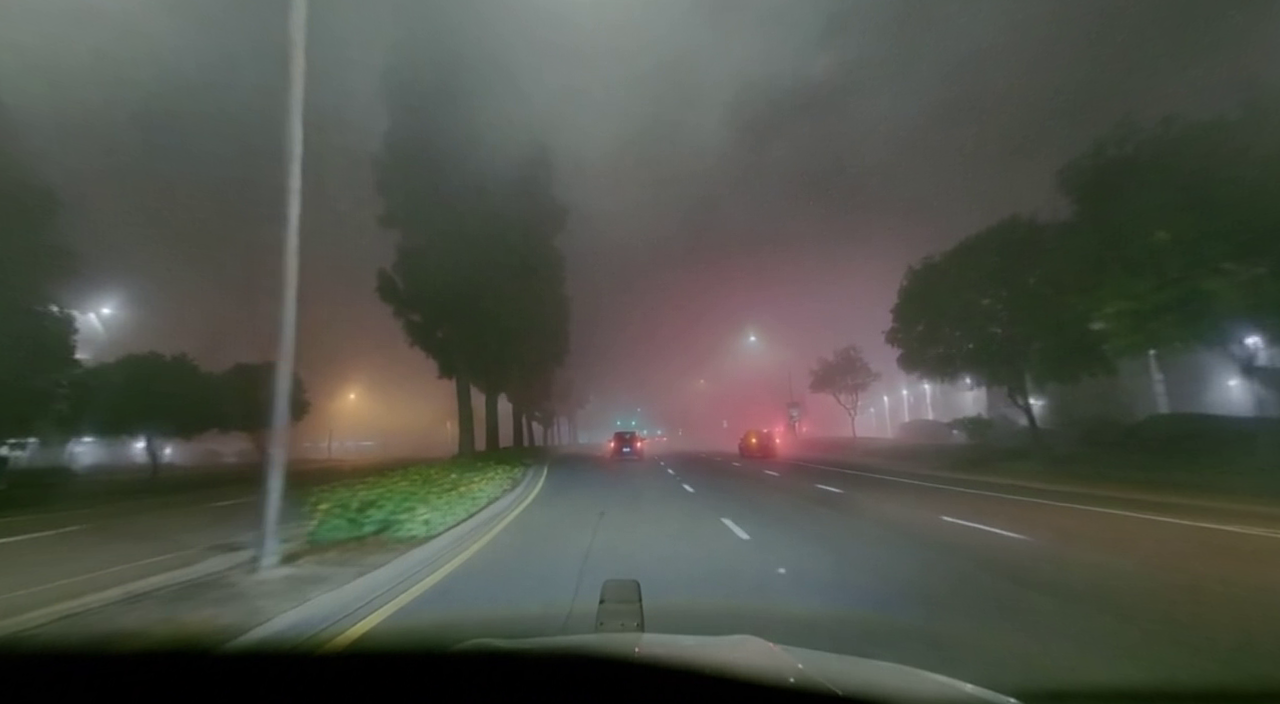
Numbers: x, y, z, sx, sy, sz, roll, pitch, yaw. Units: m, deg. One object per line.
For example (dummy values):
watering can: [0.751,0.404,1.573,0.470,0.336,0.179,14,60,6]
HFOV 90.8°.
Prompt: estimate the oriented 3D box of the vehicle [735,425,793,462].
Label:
vehicle: [6.456,4.855,33.425,2.026,1.804,4.565,0,-8,-1]

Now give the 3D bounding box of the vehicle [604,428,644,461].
vehicle: [-0.954,5.461,37.339,2.193,1.794,4.457,0,-8,-1]
